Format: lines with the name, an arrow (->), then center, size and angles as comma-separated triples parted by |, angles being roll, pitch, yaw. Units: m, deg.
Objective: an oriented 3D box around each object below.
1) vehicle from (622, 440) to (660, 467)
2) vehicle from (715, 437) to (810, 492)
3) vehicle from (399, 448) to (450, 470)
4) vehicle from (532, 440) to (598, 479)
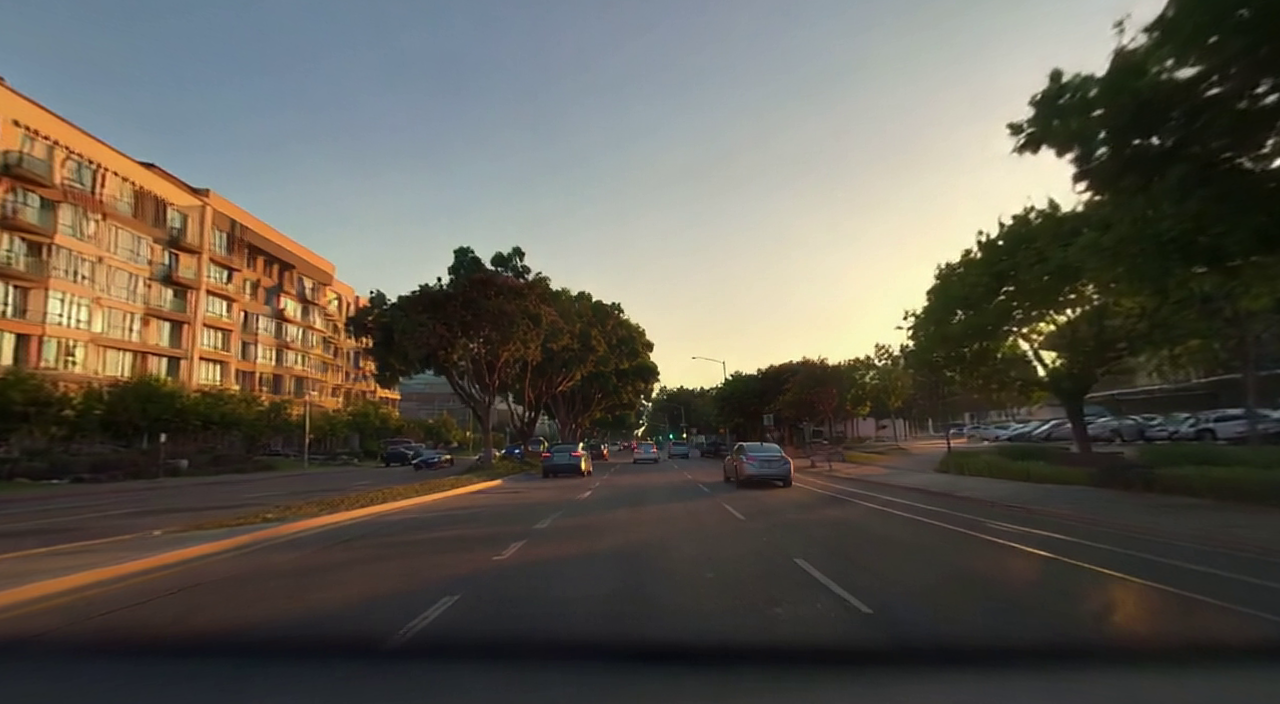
vehicle -> 0.035, 5.973, 37.180 | 2.101, 1.480, 3.929 | 0, -8, 0
vehicle -> 3.655, 3.416, 19.641 | 1.990, 1.486, 4.431 | 0, -8, -1
vehicle -> -15.778, 7.849, 46.360 | 2.018, 1.465, 4.672 | 0, -8, 1
vehicle -> -2.966, 4.379, 25.984 | 2.082, 1.467, 4.379 | 0, -8, 1
